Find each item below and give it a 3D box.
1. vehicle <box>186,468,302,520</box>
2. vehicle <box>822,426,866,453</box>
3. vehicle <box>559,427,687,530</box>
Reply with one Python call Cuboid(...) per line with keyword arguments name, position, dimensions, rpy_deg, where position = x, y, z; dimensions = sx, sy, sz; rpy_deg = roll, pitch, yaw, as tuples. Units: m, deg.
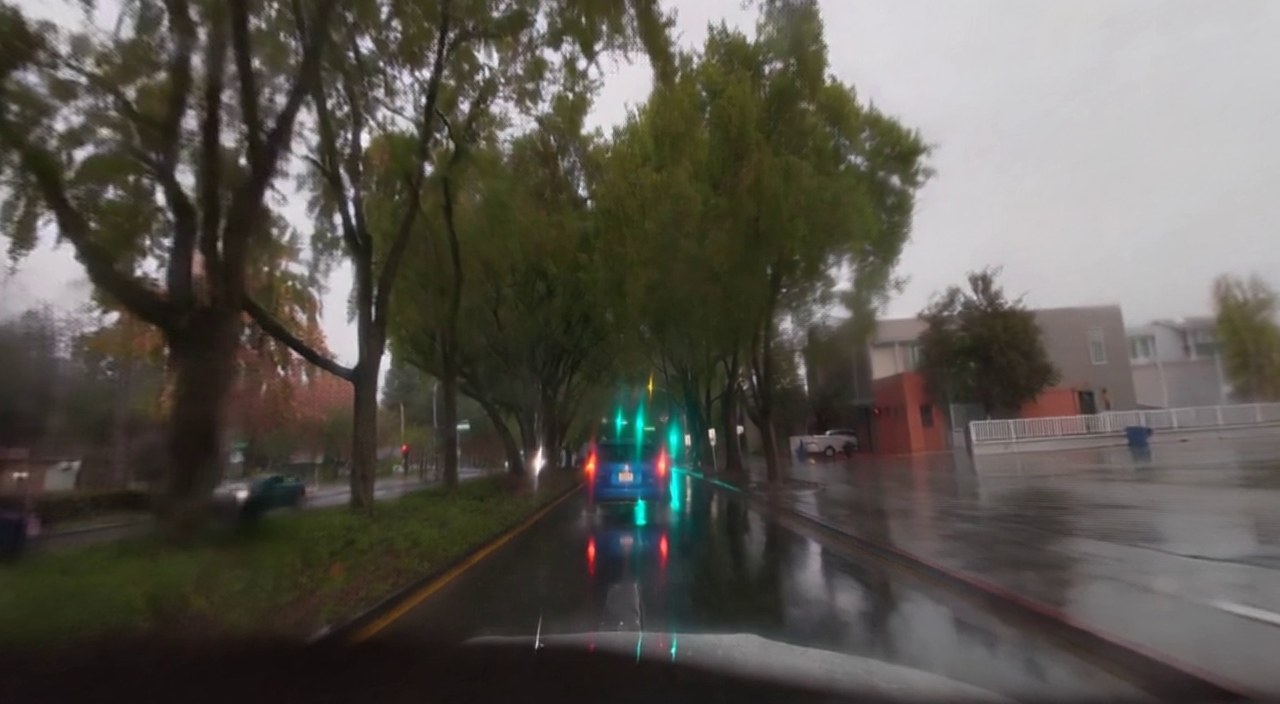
Cuboid(name="vehicle", position=(-15.650, 5.589, 25.266), dimensions=(1.785, 1.699, 4.328), rpy_deg=(0, -8, 0))
Cuboid(name="vehicle", position=(16.011, 6.952, 49.852), dimensions=(2.039, 1.990, 5.111), rpy_deg=(0, -8, 3))
Cuboid(name="vehicle", position=(-0.314, 2.402, 12.583), dimensions=(2.136, 1.703, 3.910), rpy_deg=(0, -8, -1))
